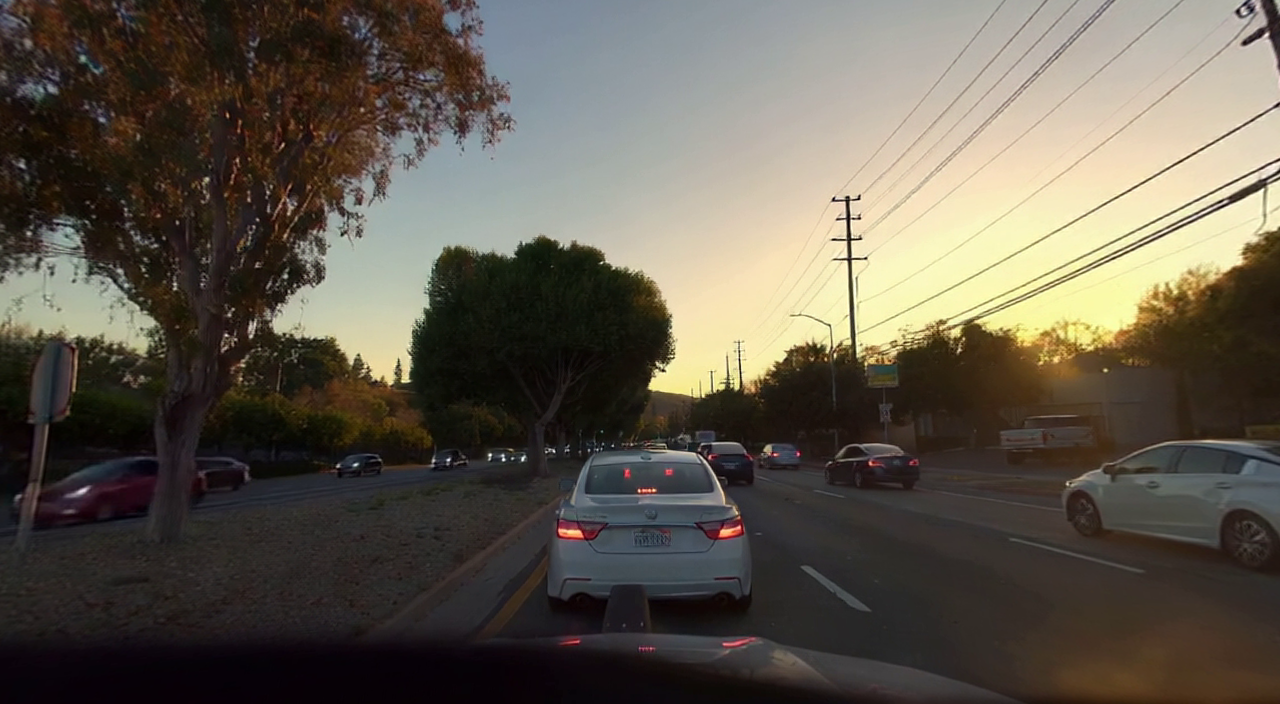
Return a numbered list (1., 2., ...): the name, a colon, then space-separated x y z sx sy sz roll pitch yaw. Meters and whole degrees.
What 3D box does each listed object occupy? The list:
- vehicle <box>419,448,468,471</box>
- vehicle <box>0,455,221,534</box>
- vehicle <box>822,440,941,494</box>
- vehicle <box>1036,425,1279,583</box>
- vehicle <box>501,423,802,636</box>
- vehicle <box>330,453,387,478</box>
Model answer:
1. vehicle: -15.136 8.273 48.839 2.291 1.682 4.835 0 -8 0
2. vehicle: -12.024 3.117 14.416 1.804 1.430 4.456 0 -8 1
3. vehicle: 7.337 3.512 19.732 1.899 1.458 4.499 0 -8 0
4. vehicle: 6.996 1.645 7.378 1.850 1.480 4.474 0 -8 1
5. vehicle: 0.070 1.540 6.472 2.108 1.479 3.935 0 -8 0
6. vehicle: -19.130 7.717 43.137 1.853 1.489 4.449 0 -8 0
